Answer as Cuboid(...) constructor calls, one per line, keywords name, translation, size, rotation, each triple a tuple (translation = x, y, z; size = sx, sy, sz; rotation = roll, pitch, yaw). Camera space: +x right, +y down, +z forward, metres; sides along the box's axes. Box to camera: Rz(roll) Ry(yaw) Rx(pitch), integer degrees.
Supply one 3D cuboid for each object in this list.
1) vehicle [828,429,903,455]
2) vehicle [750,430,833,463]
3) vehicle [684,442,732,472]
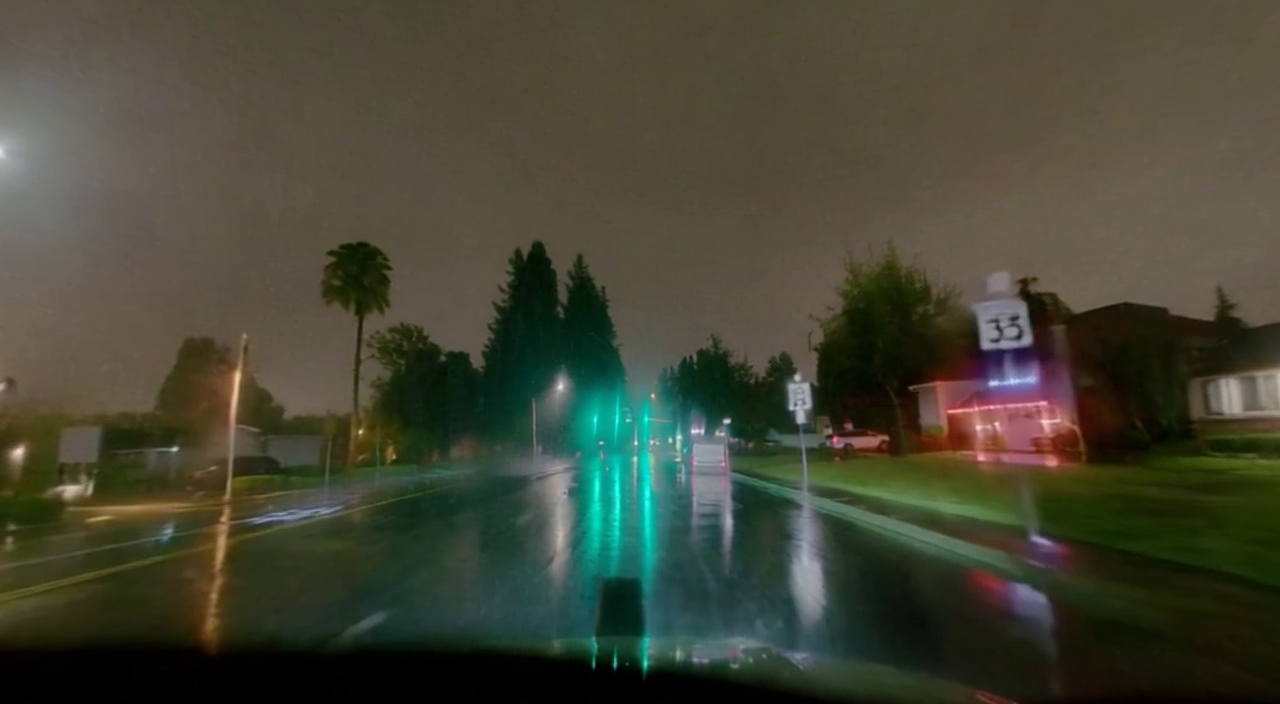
Cuboid(name="vehicle", translation=(15.102, 6.058, 42.515), size=(4.290, 1.717, 2.013), rotation=(-1, -8, 6))
Cuboid(name="vehicle", translation=(10.868, 6.838, 45.712), size=(5.369, 1.860, 2.163), rotation=(-5, -9, 3))
Cuboid(name="vehicle", translation=(3.621, 5.695, 34.536), size=(2.080, 1.503, 4.821), rotation=(0, -8, 0))
